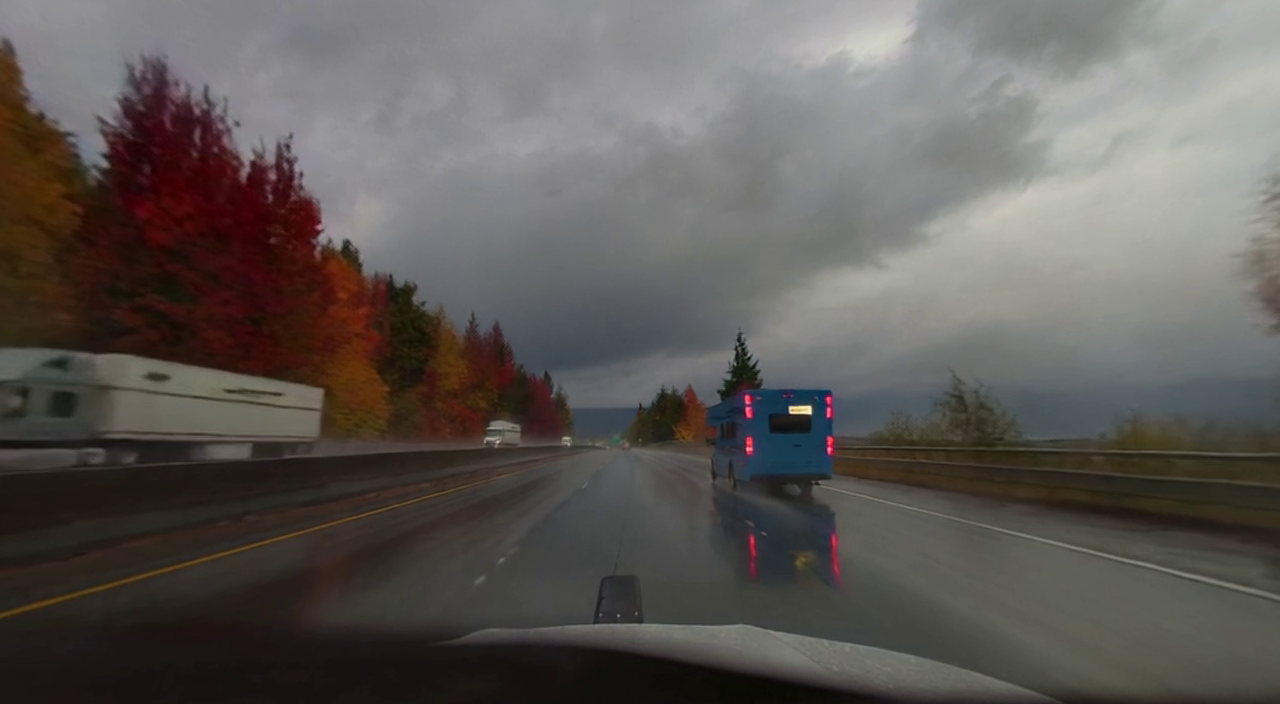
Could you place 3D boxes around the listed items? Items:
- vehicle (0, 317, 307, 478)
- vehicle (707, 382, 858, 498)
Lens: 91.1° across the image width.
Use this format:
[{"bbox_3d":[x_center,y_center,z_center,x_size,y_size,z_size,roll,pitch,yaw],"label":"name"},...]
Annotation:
[{"bbox_3d":[-18.824,2.178,23.780,3.271,4.223,17.609,0,-8,-1],"label":"vehicle"},{"bbox_3d":[3.922,2.662,19.242,2.815,2.876,7.101,0,-8,-1],"label":"vehicle"}]
